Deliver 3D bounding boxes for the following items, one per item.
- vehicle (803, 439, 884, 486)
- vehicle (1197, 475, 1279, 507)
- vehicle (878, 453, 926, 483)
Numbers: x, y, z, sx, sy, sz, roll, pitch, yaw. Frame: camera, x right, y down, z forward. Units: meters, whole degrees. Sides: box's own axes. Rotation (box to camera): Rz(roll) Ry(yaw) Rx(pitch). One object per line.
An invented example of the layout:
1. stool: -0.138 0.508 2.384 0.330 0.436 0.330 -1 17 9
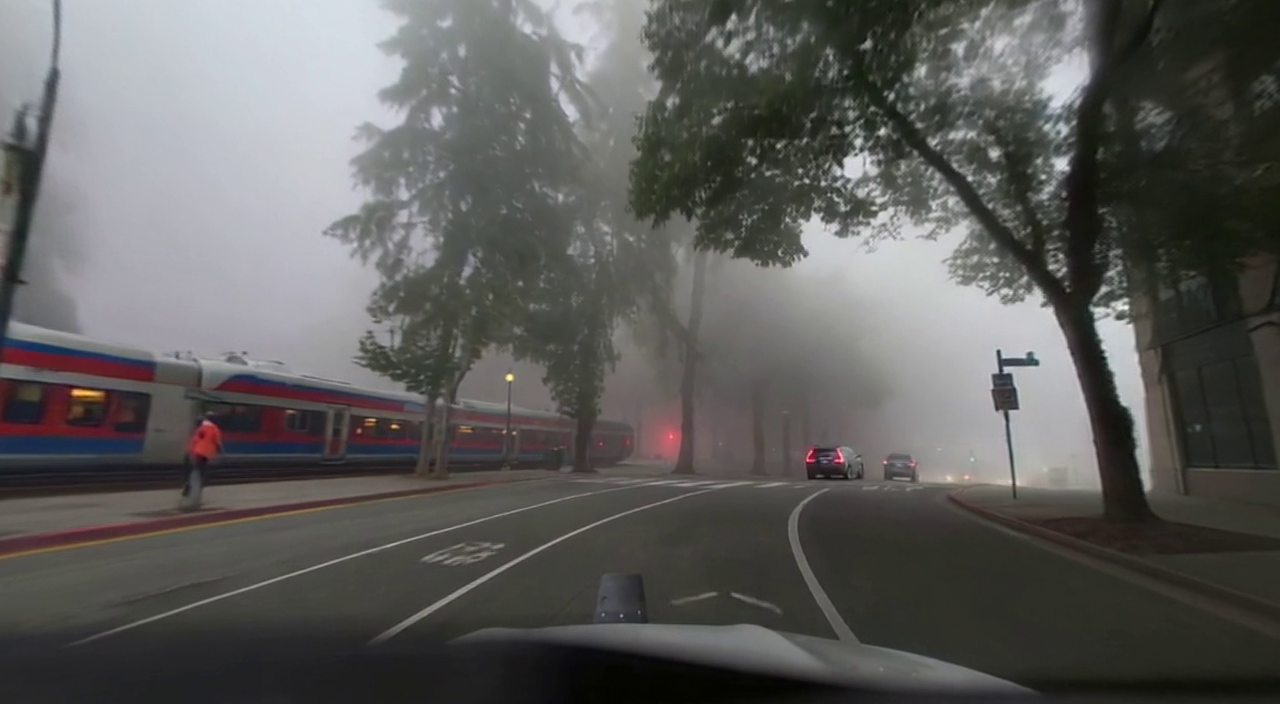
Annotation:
1. vehicle: 8.529 4.534 26.233 2.263 1.765 4.237 -5 -10 29
2. vehicle: 30.894 6.947 31.684 4.118 1.477 1.691 -1 -9 2
3. vehicle: 16.888 7.409 40.602 2.010 1.725 4.320 -6 -10 32
